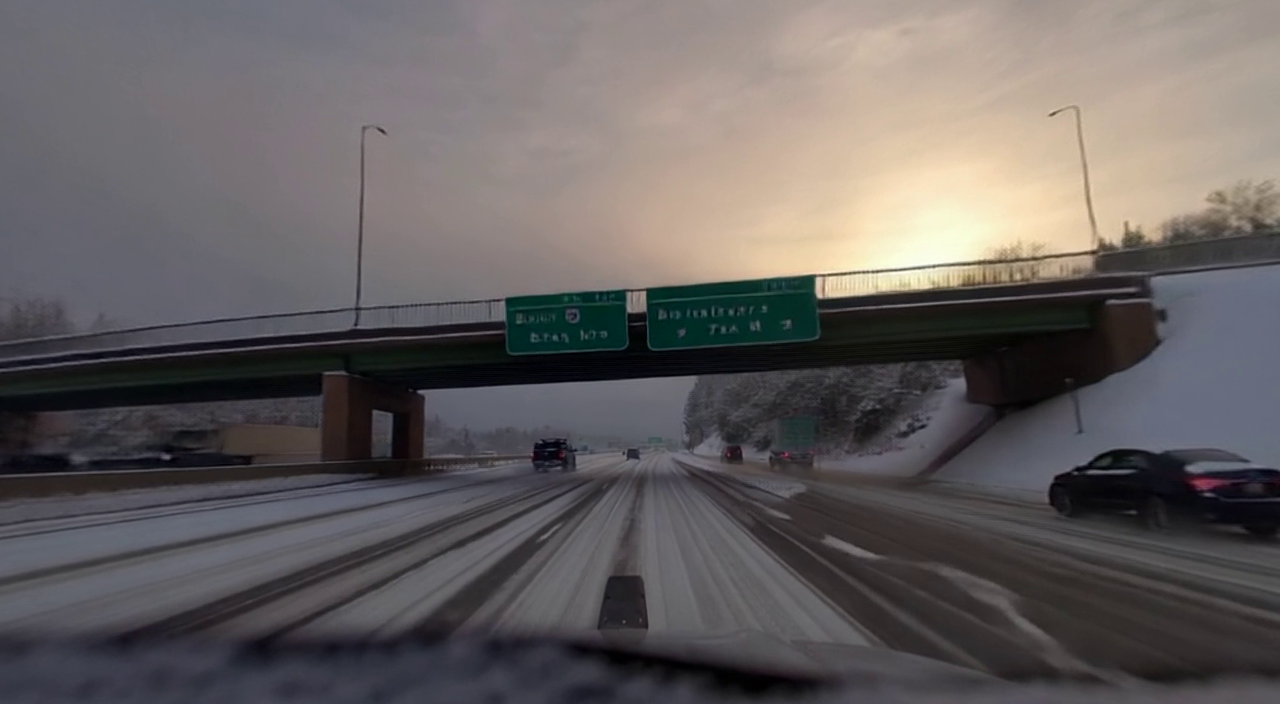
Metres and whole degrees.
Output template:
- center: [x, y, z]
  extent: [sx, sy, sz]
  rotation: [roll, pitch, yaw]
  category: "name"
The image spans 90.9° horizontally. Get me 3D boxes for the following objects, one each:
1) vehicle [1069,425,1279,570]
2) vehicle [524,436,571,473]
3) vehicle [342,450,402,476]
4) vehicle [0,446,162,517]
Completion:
- center: [9.783, 2.268, 10.562]
  extent: [2.146, 1.929, 4.388]
  rotation: [-1, -9, 2]
  category: "vehicle"
- center: [-6.301, 7.043, 43.632]
  extent: [2.264, 2.379, 5.248]
  rotation: [-1, -9, 2]
  category: "vehicle"
- center: [-19.844, 8.189, 46.890]
  extent: [2.442, 1.756, 4.528]
  rotation: [0, -9, 0]
  category: "vehicle"
- center: [-16.469, 3.566, 17.970]
  extent: [2.051, 1.715, 4.579]
  rotation: [0, -9, 1]
  category: "vehicle"
